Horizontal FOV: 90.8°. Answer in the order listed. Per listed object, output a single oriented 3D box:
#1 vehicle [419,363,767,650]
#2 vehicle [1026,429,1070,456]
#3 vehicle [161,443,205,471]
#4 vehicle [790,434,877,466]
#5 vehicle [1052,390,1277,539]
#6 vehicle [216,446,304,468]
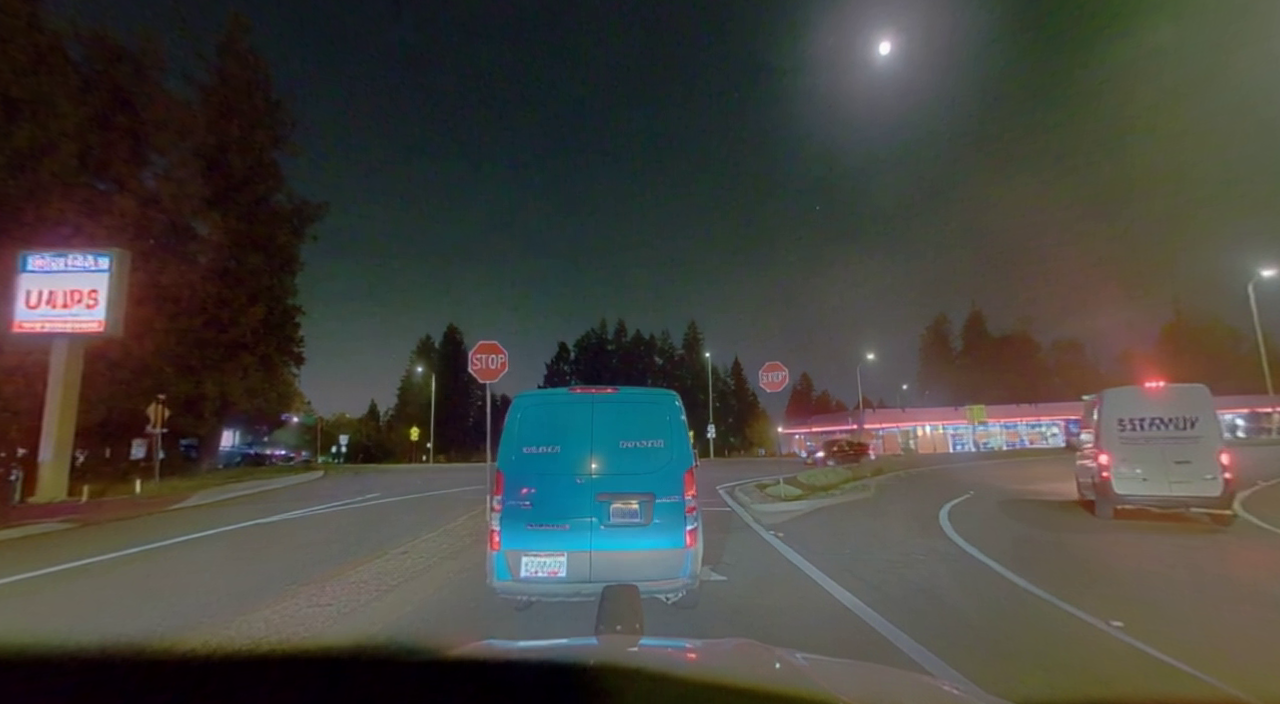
[{"bbox_3d":[-0.210,1.325,6.421,2.237,1.828,4.546,0,-9,3],"label":"vehicle"},{"bbox_3d":[29.203,6.491,45.134,2.079,1.797,5.345,-7,-11,37],"label":"vehicle"},{"bbox_3d":[-29.803,6.841,41.333,1.913,1.682,4.120,5,-10,-31],"label":"vehicle"},{"bbox_3d":[10.532,5.310,34.290,4.512,1.659,1.985,5,-10,-32],"label":"vehicle"},{"bbox_3d":[9.775,2.112,12.449,2.385,2.196,5.640,-5,-10,30],"label":"vehicle"},{"bbox_3d":[-25.924,7.172,43.217,4.670,1.472,1.851,1,-9,-9],"label":"vehicle"}]
